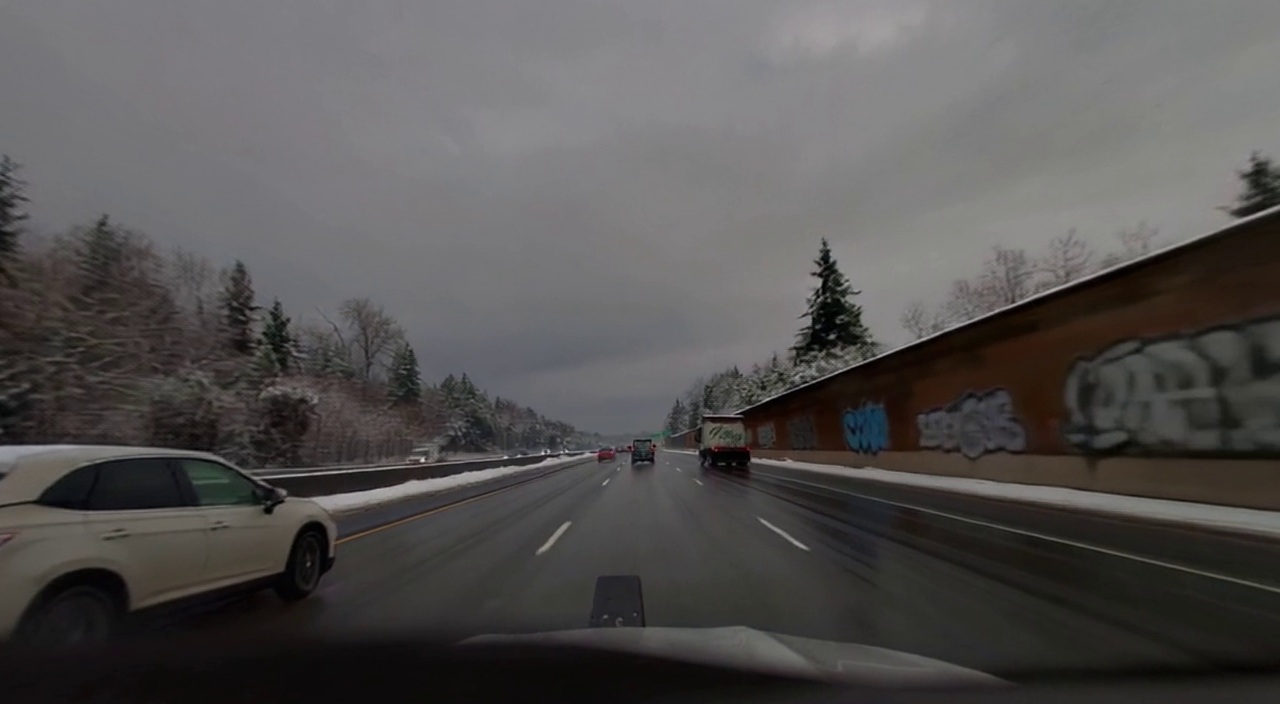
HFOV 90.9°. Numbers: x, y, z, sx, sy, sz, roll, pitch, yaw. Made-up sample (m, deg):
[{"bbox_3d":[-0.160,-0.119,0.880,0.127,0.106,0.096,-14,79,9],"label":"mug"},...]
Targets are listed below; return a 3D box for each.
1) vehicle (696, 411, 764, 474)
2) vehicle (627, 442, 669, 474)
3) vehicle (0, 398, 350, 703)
[{"bbox_3d":[4.504,4.739,32.894,2.549,2.931,6.310,0,-9,0],"label":"vehicle"},{"bbox_3d":[0.404,5.364,32.126,2.009,1.506,4.091,0,-9,0],"label":"vehicle"},{"bbox_3d":[-3.655,1.060,3.456,2.023,1.444,4.379,0,-9,0],"label":"vehicle"}]
